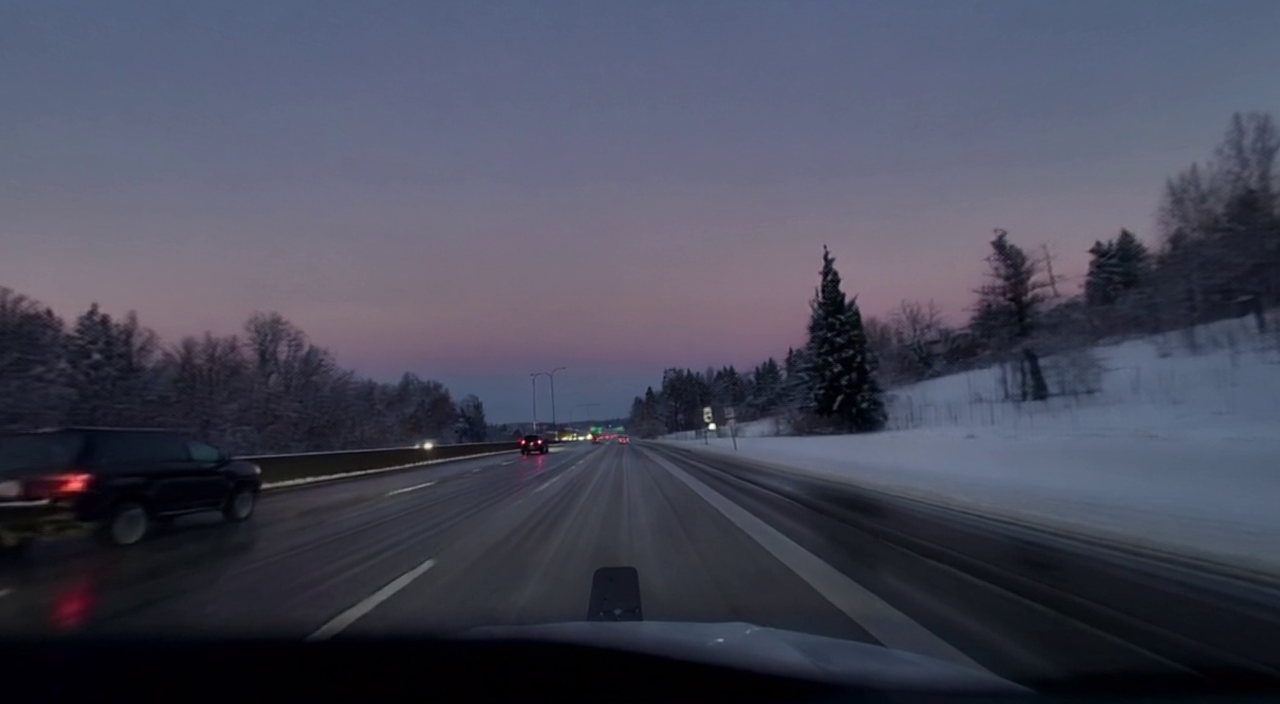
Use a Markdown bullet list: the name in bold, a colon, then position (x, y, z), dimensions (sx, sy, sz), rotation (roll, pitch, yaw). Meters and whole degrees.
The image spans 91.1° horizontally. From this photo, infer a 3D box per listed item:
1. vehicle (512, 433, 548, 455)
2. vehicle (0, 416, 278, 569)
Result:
- **vehicle**: position (-7.928, 6.655, 45.763), dimensions (1.988, 1.505, 4.044), rotation (0, -8, -2)
- **vehicle**: position (-7.105, 1.705, 8.504), dimensions (1.972, 1.532, 4.222), rotation (0, -8, -1)
